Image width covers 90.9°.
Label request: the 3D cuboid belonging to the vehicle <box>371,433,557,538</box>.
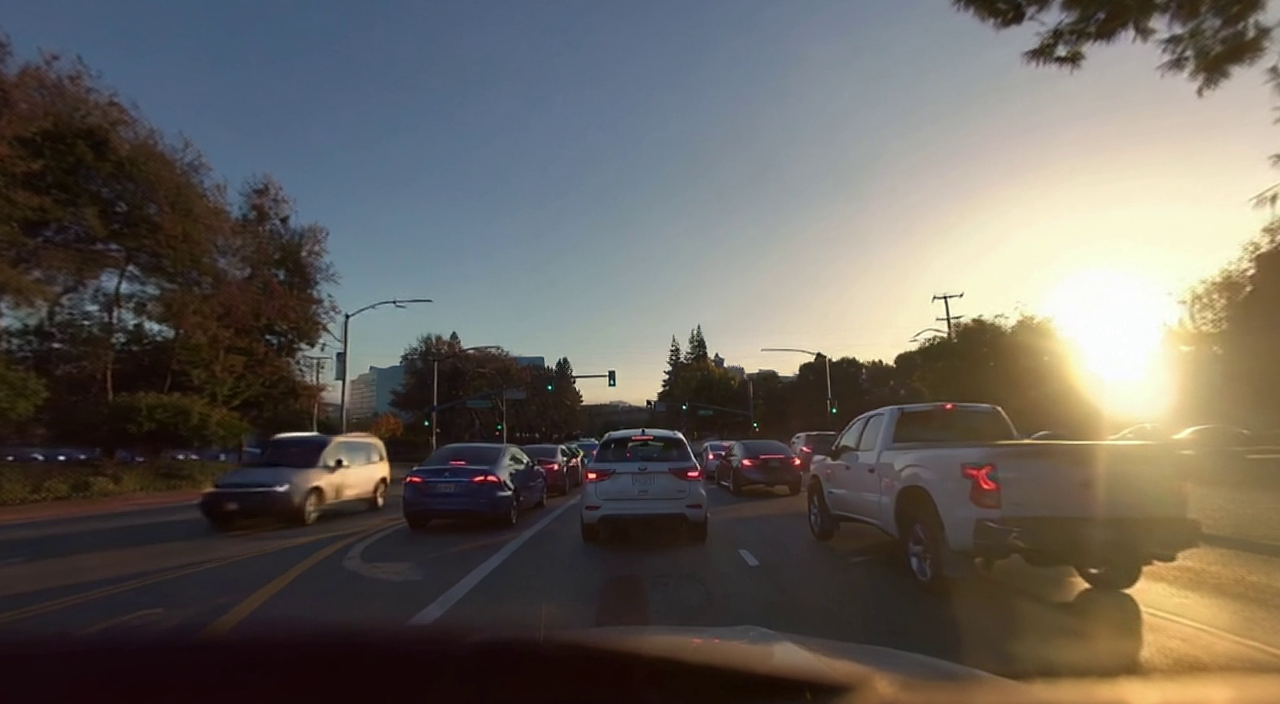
[{"bbox_3d":[-2.824,2.254,11.290,2.023,1.494,4.259,0,-9,1],"label":"vehicle"}]

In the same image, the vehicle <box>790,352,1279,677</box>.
[{"bbox_3d":[3.444,1.370,6.656,2.317,1.857,5.940,0,-9,1],"label":"vehicle"}]

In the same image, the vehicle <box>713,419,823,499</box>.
[{"bbox_3d":[3.749,3.288,19.759,2.408,2.100,5.668,0,-9,2],"label":"vehicle"}]

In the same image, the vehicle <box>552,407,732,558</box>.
[{"bbox_3d":[0.084,1.837,9.489,2.113,1.768,3.901,0,-9,2],"label":"vehicle"}]

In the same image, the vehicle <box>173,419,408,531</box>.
[{"bbox_3d":[-6.847,2.452,13.165,2.159,1.885,4.661,0,-9,1],"label":"vehicle"}]
